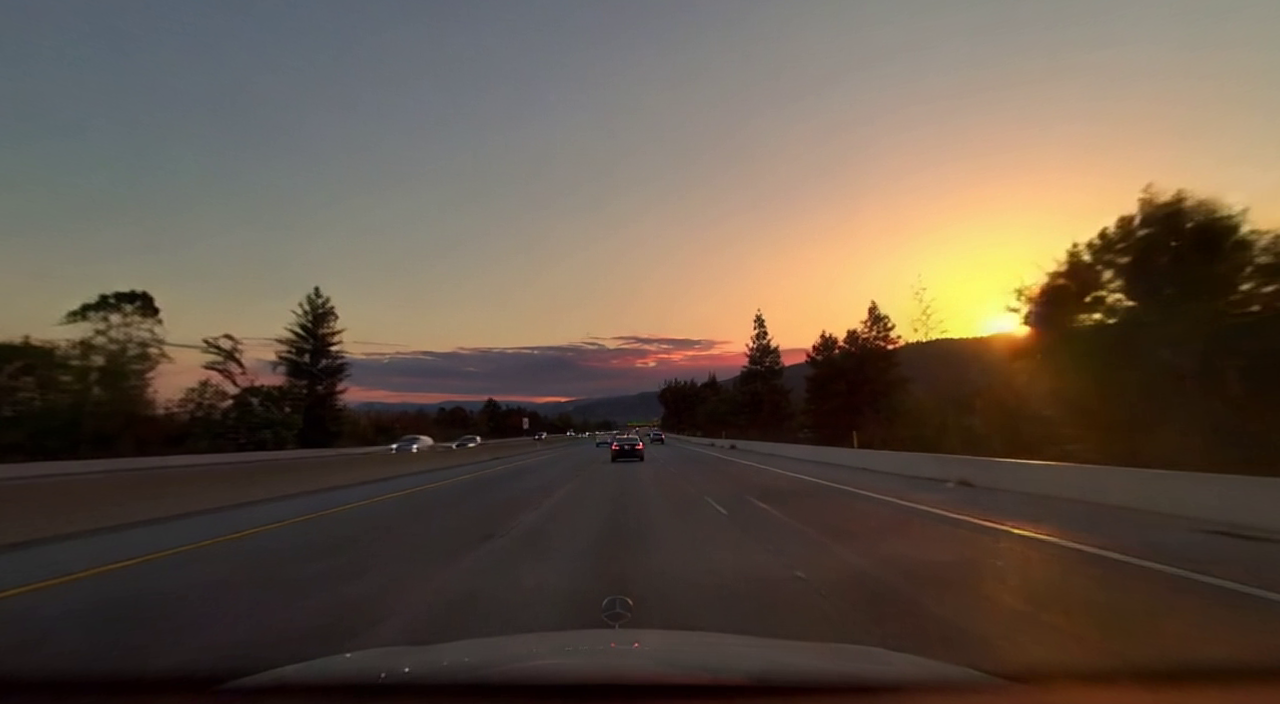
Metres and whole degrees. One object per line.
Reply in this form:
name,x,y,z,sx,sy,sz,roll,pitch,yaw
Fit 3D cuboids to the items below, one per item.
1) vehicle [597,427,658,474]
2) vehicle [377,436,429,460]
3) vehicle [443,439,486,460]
vehicle,-0.451,3.671,23.755,2.094,1.600,3.666,0,-8,-1
vehicle,-16.468,6.695,43.971,2.034,1.584,4.118,0,-8,0
vehicle,-12.767,7.071,46.074,1.907,1.444,4.397,0,-8,0
